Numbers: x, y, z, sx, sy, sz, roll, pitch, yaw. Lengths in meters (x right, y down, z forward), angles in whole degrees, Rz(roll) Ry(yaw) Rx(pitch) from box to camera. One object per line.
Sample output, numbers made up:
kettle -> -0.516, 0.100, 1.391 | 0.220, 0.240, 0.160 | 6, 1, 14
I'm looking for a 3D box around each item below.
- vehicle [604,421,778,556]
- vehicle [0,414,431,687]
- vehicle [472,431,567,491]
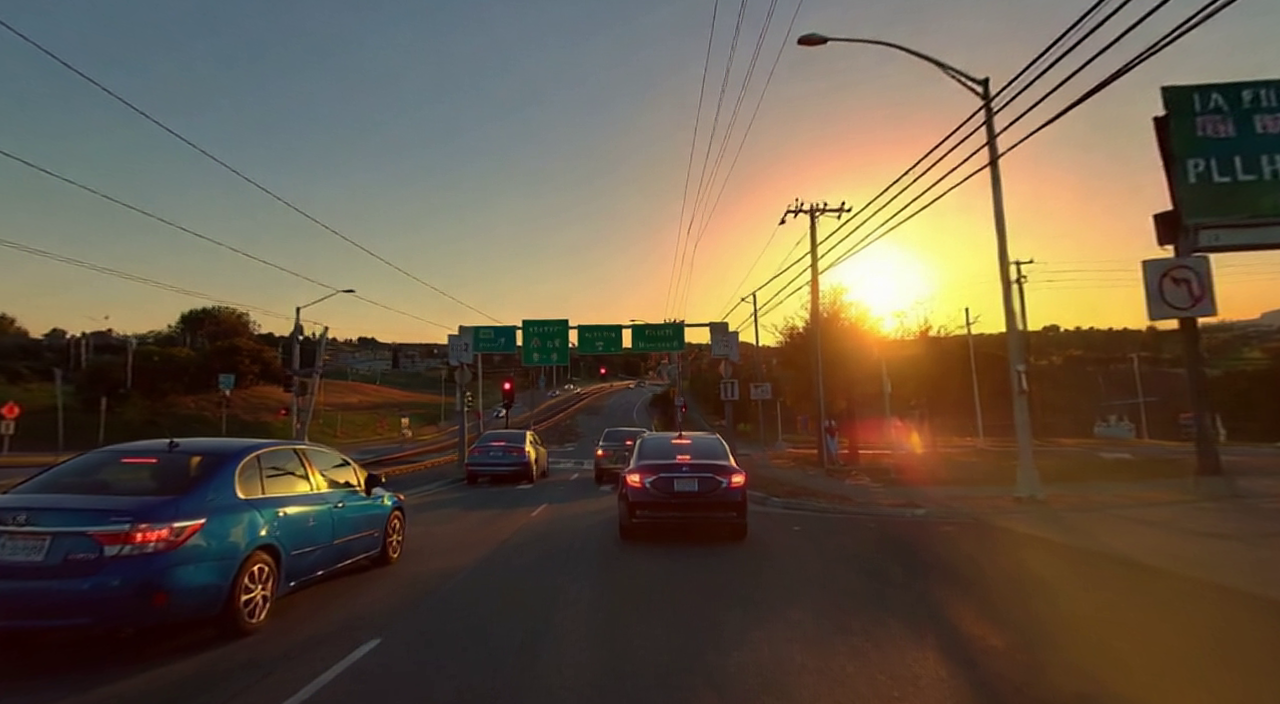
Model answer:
vehicle -> 0.486, 1.887, 9.336 | 1.998, 1.529, 3.960 | 1, -9, -3
vehicle -> -3.654, 1.434, 5.794 | 1.956, 1.468, 4.585 | 0, -9, -1
vehicle -> -3.285, 3.073, 18.053 | 1.984, 1.505, 4.047 | 0, -9, -1
